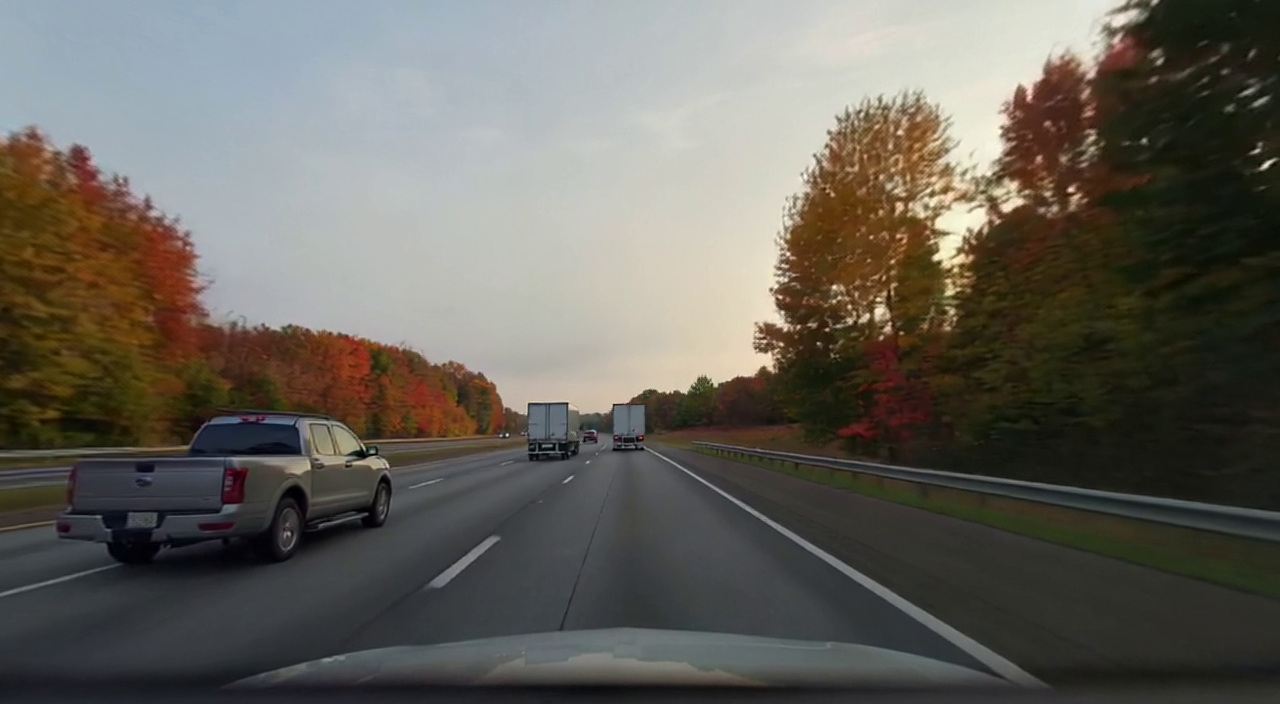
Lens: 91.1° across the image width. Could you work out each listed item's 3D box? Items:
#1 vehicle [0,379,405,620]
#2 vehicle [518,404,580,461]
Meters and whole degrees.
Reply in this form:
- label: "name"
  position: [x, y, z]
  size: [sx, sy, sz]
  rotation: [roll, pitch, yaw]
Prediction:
- label: "vehicle"
  position: [-4.416, 1.323, 6.693]
  size: [2.089, 1.669, 4.515]
  rotation: [0, -8, -1]
- label: "vehicle"
  position: [-4.651, 4.261, 33.137]
  size: [2.383, 2.726, 5.677]
  rotation: [0, -8, 0]
